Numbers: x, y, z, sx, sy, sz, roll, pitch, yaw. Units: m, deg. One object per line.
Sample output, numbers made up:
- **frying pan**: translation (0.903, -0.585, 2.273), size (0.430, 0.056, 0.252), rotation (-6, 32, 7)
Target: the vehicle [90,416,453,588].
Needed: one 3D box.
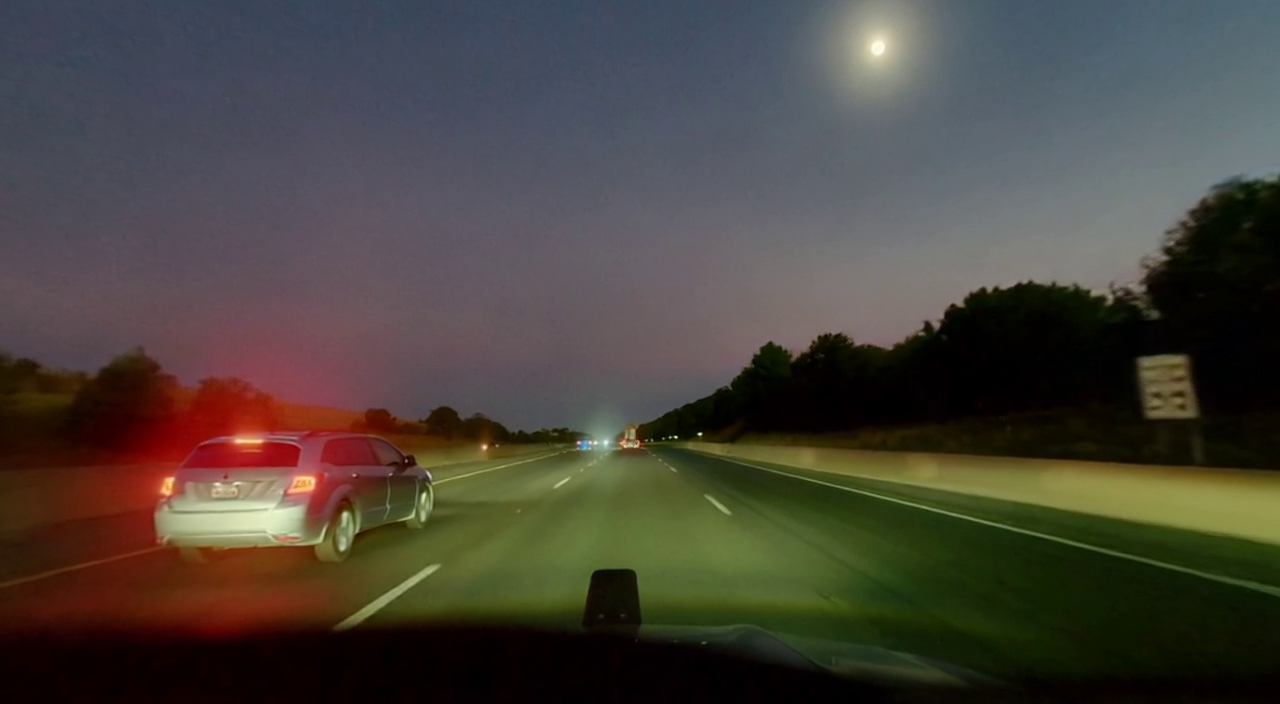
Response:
- **vehicle**: translation (-3.840, 1.596, 7.615), size (1.931, 1.483, 4.105), rotation (0, -8, -1)

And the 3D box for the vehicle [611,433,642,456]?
- **vehicle**: translation (-0.952, 6.872, 46.771), size (2.162, 1.616, 4.242), rotation (0, -8, 0)
